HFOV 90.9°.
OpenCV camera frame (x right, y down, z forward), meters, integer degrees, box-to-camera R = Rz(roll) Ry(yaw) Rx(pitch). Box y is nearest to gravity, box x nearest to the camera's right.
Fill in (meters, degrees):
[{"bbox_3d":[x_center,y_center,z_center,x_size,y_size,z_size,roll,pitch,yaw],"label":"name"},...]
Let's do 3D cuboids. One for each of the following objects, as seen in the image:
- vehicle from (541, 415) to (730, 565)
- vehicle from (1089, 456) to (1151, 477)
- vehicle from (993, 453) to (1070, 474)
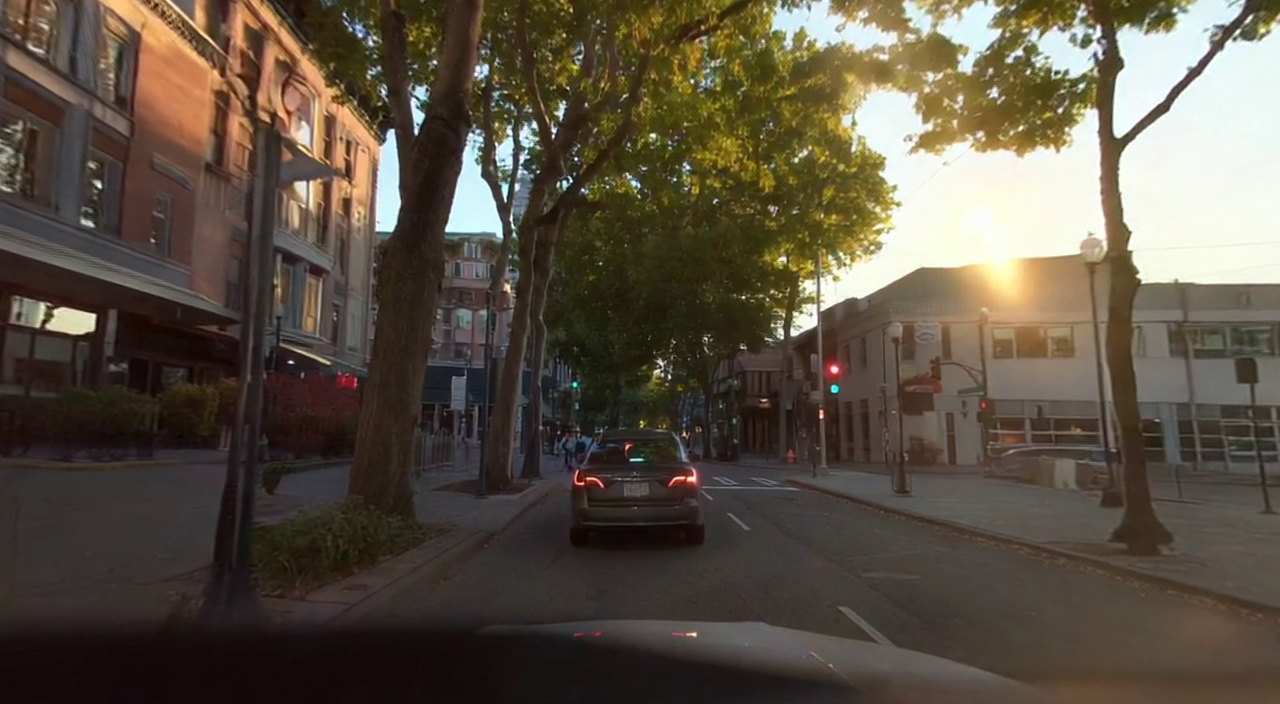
[{"bbox_3d":[-0.086,1.809,8.941,2.079,1.621,3.861,0,-8,-1],"label":"vehicle"},{"bbox_3d":[36.615,8.723,48.088,3.445,1.363,1.608,2,-7,-1],"label":"vehicle"},{"bbox_3d":[29.774,8.478,47.963,4.668,1.441,1.904,1,-9,-6],"label":"vehicle"}]
